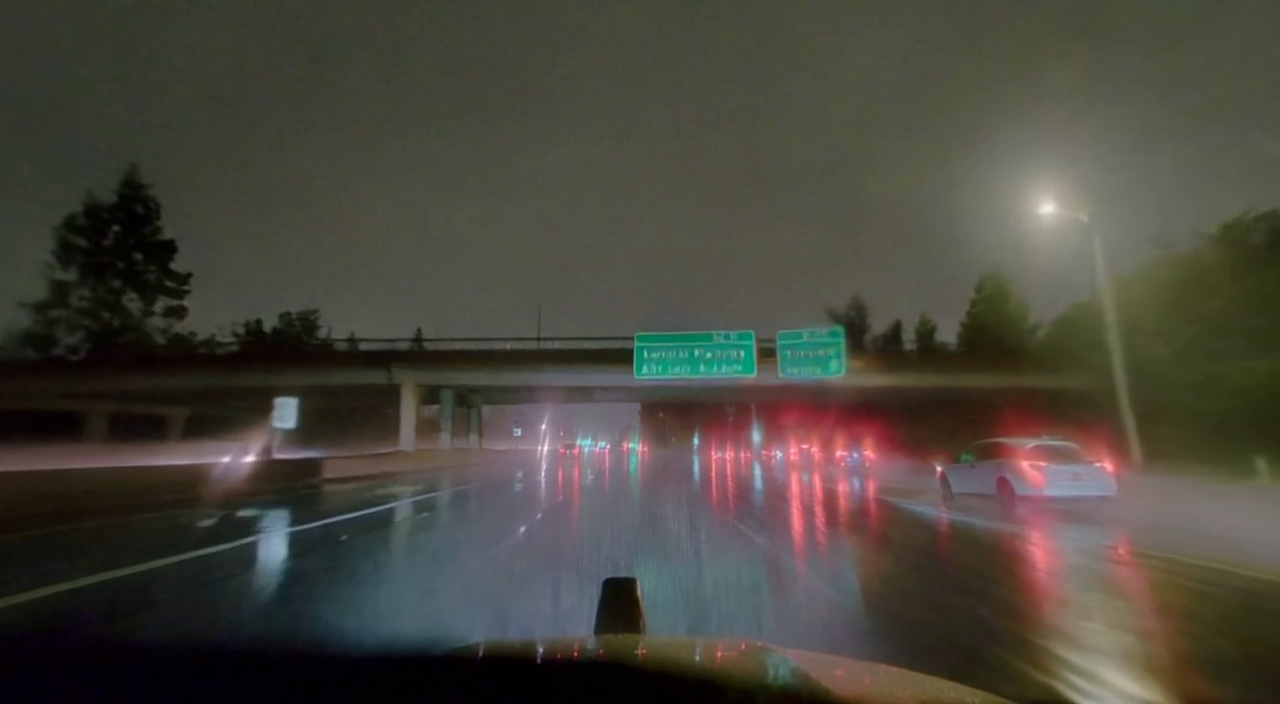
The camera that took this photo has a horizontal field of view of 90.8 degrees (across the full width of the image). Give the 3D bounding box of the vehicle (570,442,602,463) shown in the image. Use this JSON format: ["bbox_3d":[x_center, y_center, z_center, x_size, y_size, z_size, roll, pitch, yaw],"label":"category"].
[{"bbox_3d":[-4.038,7.624,48.074,2.091,1.544,4.409,0,-8,0],"label":"vehicle"}]

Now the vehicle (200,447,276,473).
[{"bbox_3d":[-24.760,6.636,39.080,1.917,1.522,4.179,0,-8,1],"label":"vehicle"}]
